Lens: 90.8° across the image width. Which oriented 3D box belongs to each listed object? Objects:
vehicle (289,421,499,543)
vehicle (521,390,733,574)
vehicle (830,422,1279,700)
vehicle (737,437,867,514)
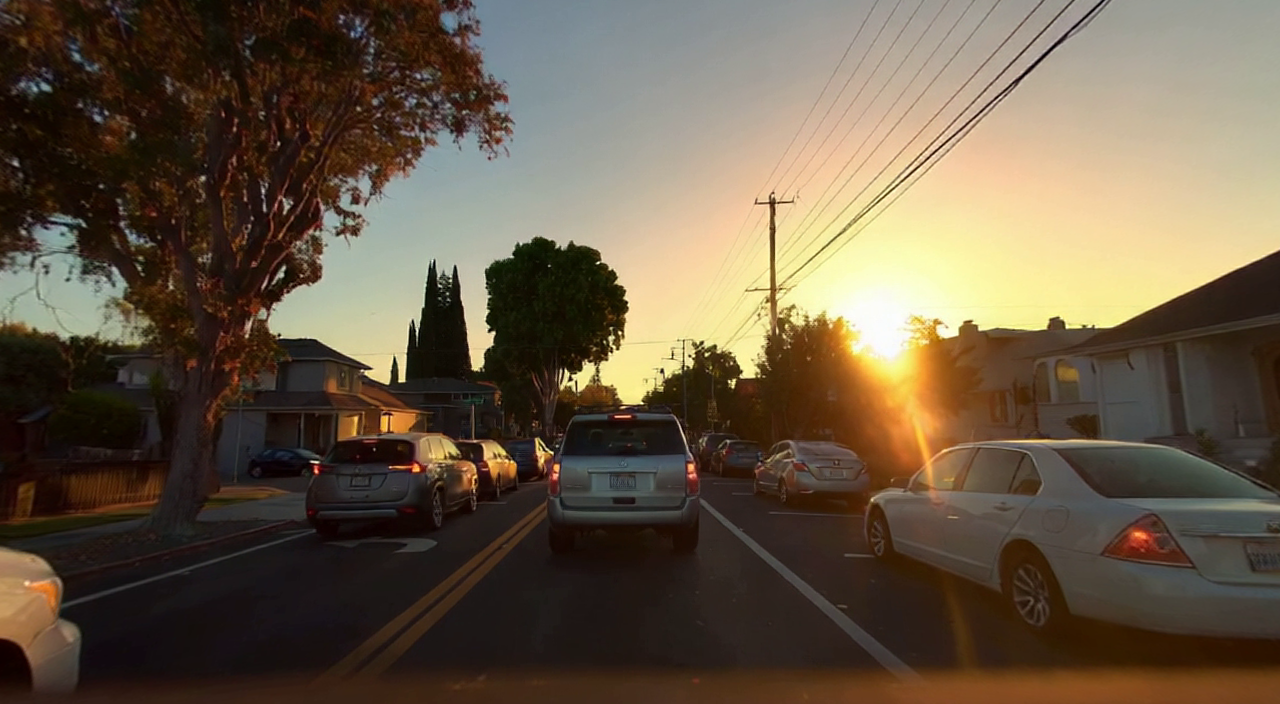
[{"bbox_3d":[-3.721,2.025,10.522,1.864,1.576,4.324,0,-8,-2],"label":"vehicle"},{"bbox_3d":[-0.216,1.635,8.675,2.164,1.867,4.254,0,-8,-2],"label":"vehicle"},{"bbox_3d":[3.472,1.465,5.778,1.977,1.480,4.589,0,-8,-1],"label":"vehicle"},{"bbox_3d":[3.492,2.715,14.408,1.880,1.476,3.932,0,-8,0],"label":"vehicle"}]
